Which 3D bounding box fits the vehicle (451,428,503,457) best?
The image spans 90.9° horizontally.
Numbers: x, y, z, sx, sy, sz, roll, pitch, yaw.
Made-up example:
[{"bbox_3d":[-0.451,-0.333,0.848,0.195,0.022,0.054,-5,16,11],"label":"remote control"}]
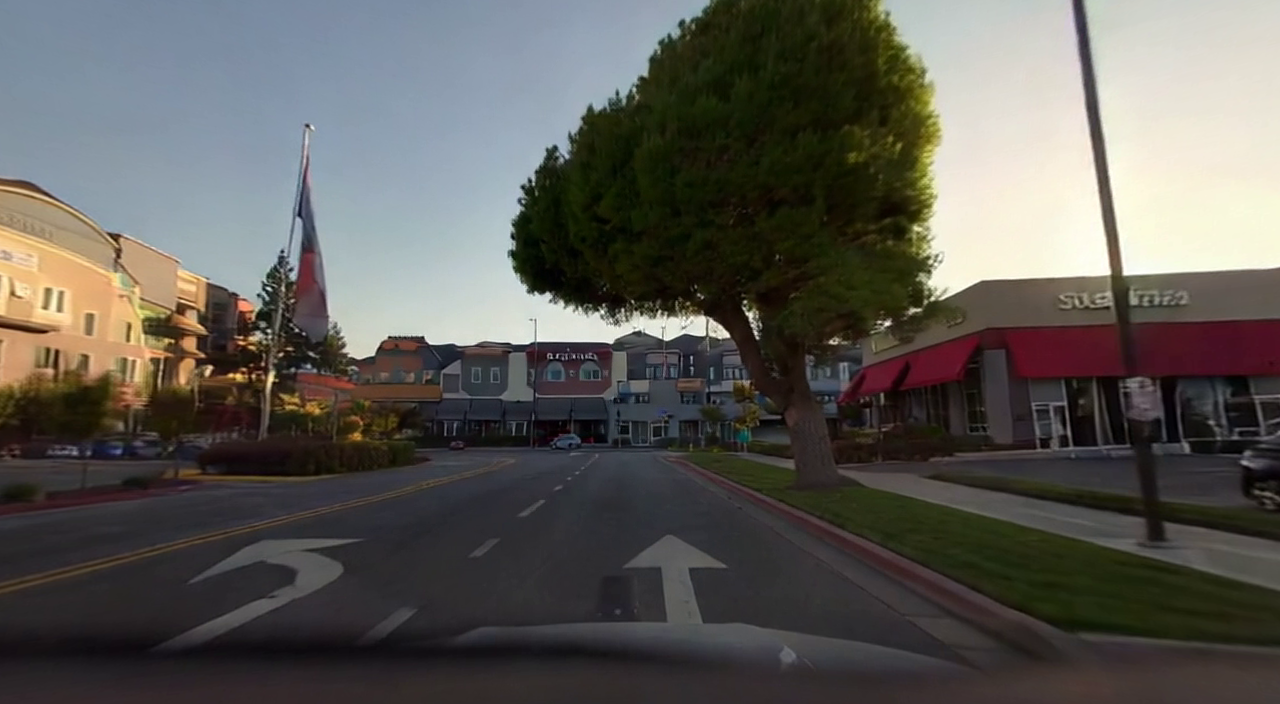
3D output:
[{"bbox_3d":[-8.703,4.866,33.996,1.919,1.484,3.879,0,-8,-3],"label":"vehicle"}]
